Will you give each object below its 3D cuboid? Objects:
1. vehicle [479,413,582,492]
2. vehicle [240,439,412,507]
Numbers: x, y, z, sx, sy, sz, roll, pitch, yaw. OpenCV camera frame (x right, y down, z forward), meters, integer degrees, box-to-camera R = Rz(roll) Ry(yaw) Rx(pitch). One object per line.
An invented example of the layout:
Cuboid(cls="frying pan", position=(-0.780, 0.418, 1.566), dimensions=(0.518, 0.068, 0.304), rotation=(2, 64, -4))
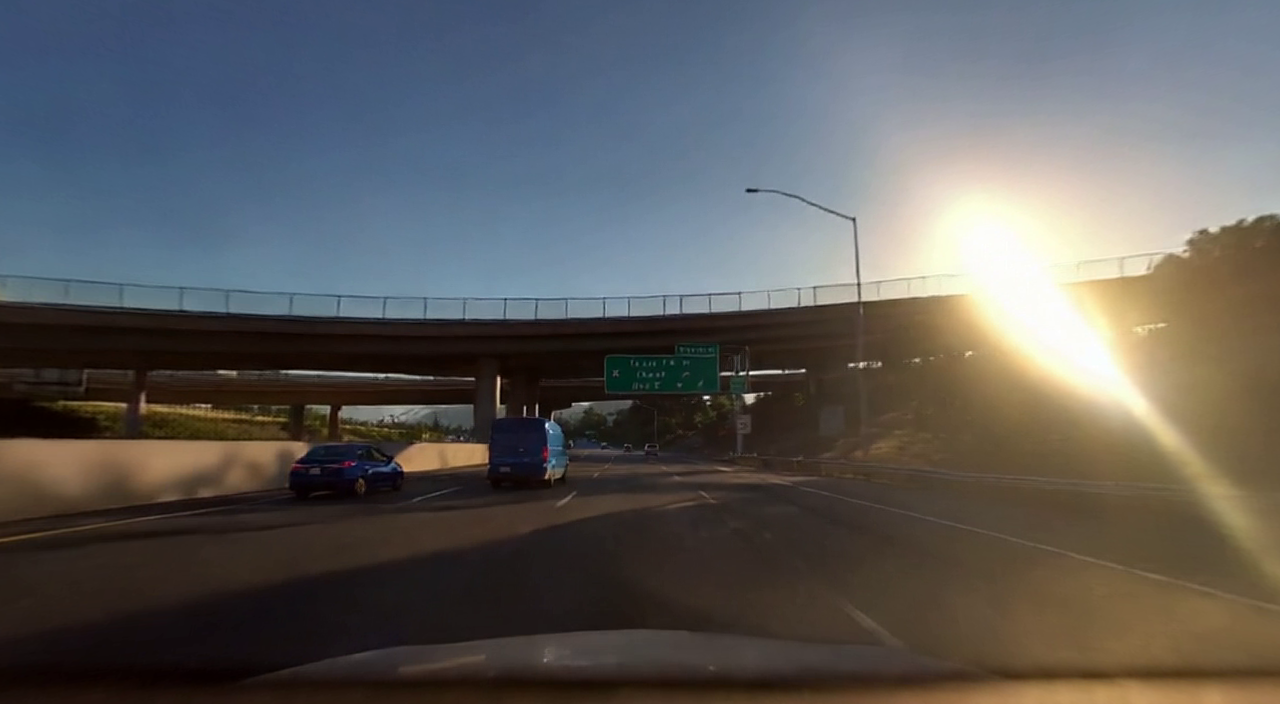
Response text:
Cuboid(cls="vehicle", position=(-3.422, 3.322, 20.944), dimensions=(2.372, 2.248, 5.393), rotation=(0, -9, 1))
Cuboid(cls="vehicle", position=(-7.879, 3.054, 16.409), dimensions=(1.987, 1.490, 4.781), rotation=(0, -9, 1))
